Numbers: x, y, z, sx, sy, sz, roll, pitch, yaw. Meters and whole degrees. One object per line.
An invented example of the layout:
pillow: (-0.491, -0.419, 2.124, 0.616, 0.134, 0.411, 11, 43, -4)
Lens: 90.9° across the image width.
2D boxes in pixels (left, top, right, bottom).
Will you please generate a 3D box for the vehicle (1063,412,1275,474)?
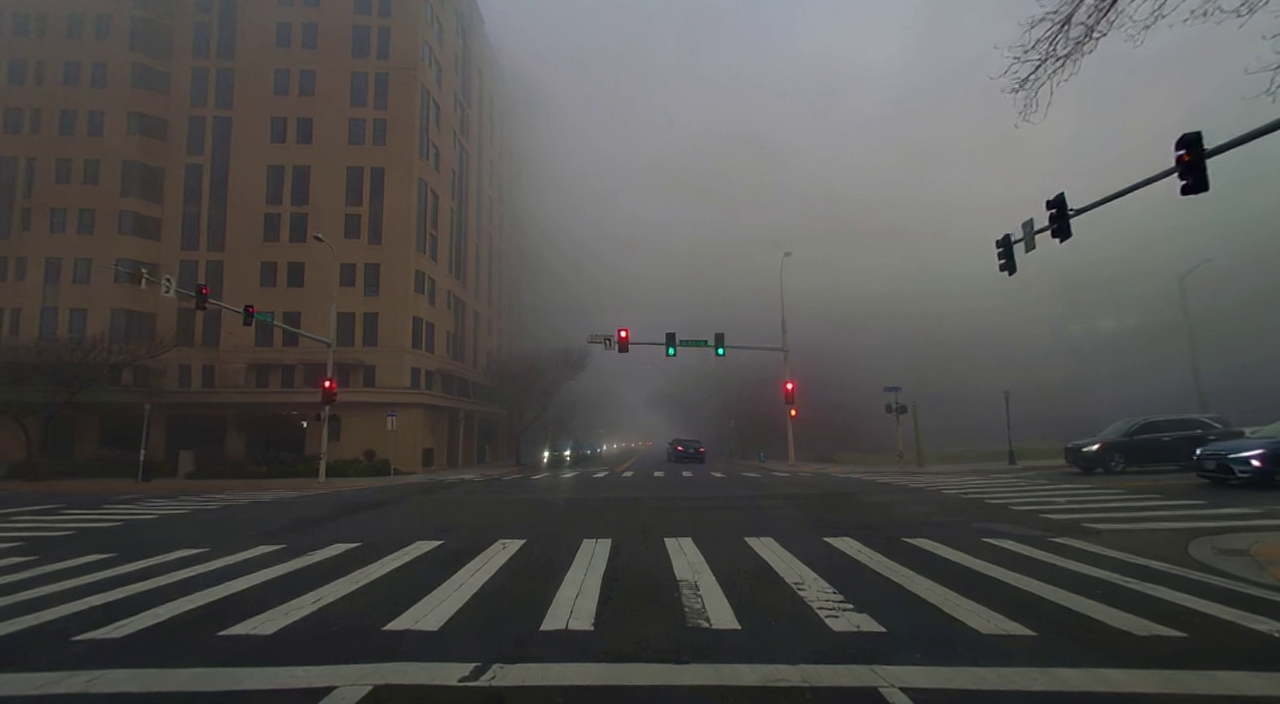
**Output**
vehicle: (16.912, 2.942, 20.396, 4.802, 1.860, 2.146, 0, -8, 1)

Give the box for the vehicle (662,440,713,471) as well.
vehicle: (2.388, 5.332, 32.735, 2.039, 1.470, 4.355, 0, -8, -4)
